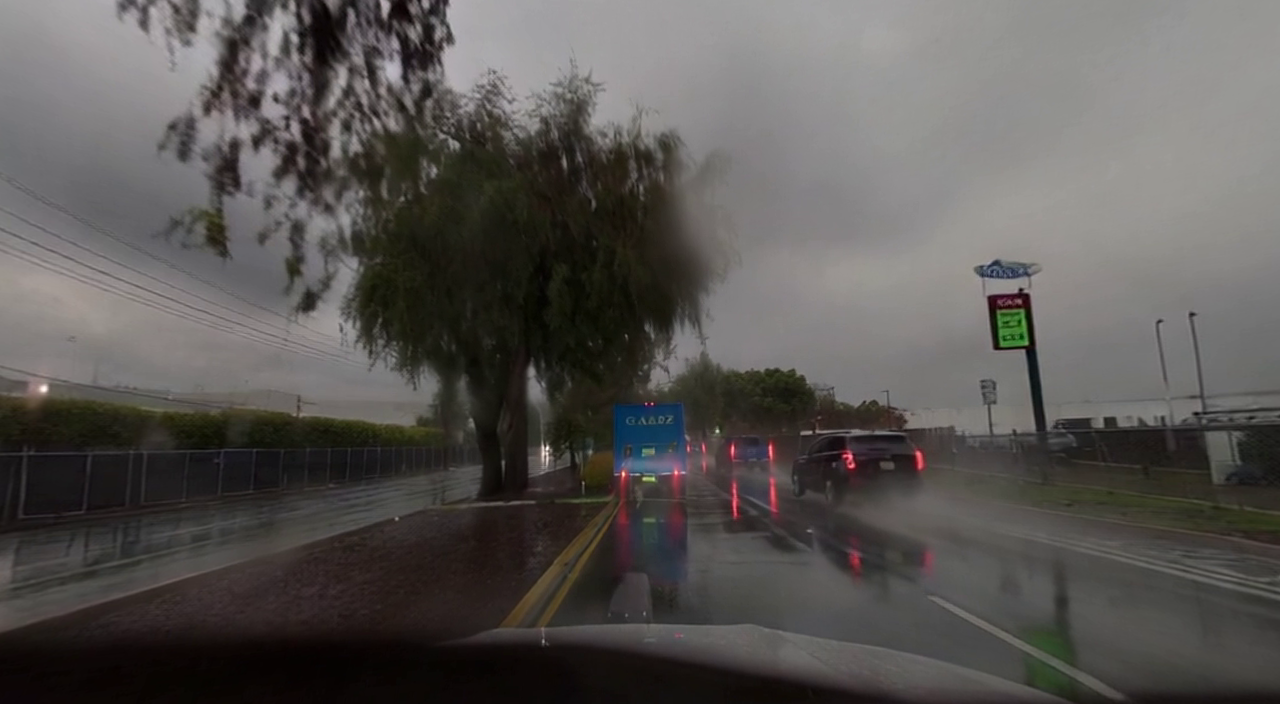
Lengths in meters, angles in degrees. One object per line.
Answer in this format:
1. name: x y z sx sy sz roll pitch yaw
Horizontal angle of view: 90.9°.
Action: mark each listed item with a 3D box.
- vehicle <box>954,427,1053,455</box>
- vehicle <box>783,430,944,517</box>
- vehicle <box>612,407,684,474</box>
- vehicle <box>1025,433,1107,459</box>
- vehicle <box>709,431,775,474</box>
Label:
1. vehicle: 22.838 5.635 39.735 4.995 1.543 1.899 -2 -10 1
2. vehicle: 4.679 2.591 13.975 2.001 1.621 4.208 0 -8 0
3. vehicle: 0.465 4.452 31.668 3.197 2.963 7.055 0 -8 2
4. vehicle: 22.920 5.070 33.958 3.251 1.321 1.555 0 -8 -1
5. vehicle: 4.784 4.813 30.346 2.375 1.857 5.100 0 -8 0
